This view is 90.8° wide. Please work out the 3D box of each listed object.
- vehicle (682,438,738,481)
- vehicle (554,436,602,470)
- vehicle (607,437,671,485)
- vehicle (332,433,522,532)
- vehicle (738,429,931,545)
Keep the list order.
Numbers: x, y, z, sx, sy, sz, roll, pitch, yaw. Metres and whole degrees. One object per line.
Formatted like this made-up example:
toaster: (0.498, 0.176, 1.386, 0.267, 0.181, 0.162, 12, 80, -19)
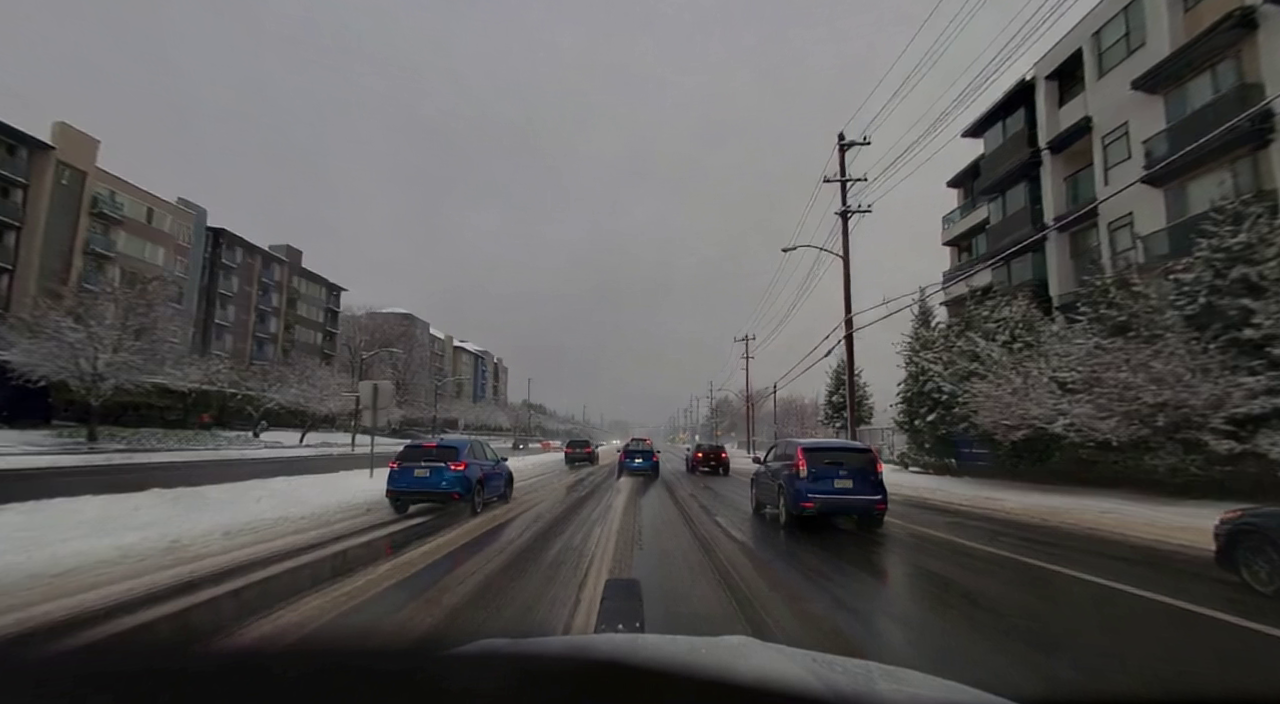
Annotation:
vehicle: (3.143, 4.900, 29.127, 2.029, 1.797, 4.218, 0, -8, -1)
vehicle: (-3.445, 5.773, 36.201, 2.190, 1.832, 4.417, 0, -8, 1)
vehicle: (-0.020, 4.235, 24.950, 2.291, 1.714, 4.217, 0, -8, 0)
vehicle: (-3.625, 2.282, 11.708, 1.968, 1.473, 4.209, 0, -8, 1)
vehicle: (3.023, 2.177, 10.846, 1.975, 1.598, 4.025, 0, -8, -1)
